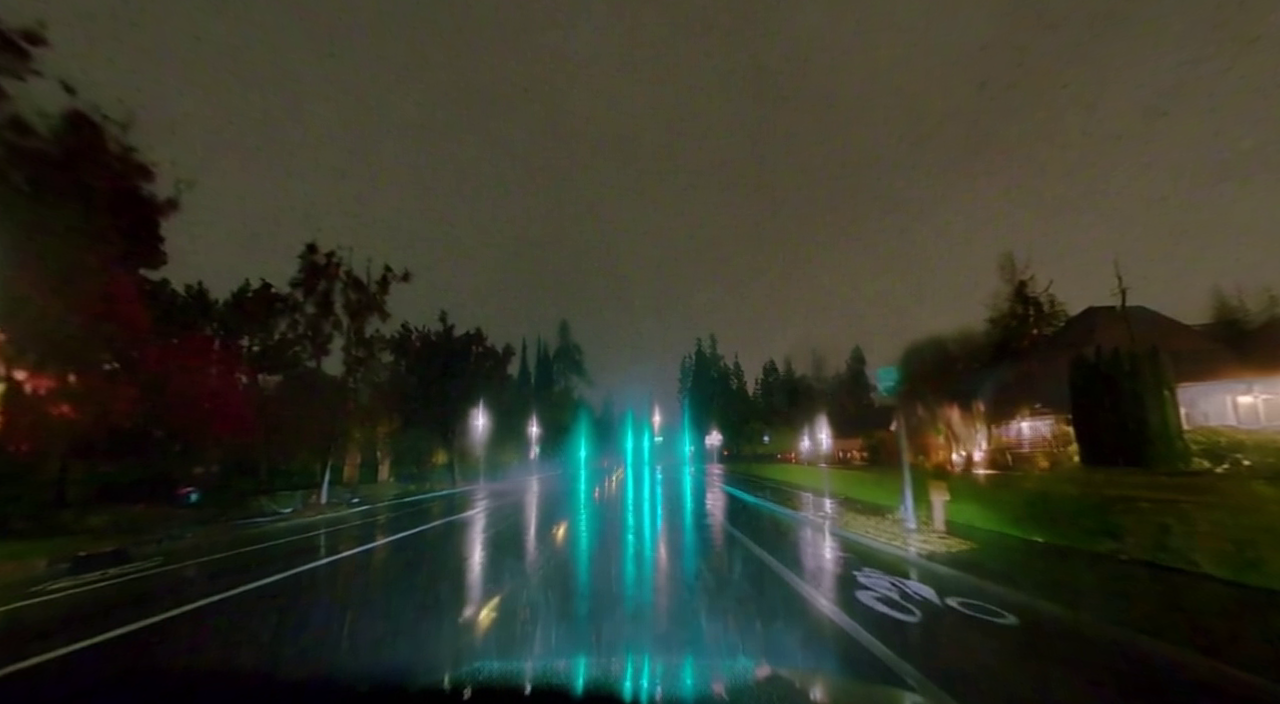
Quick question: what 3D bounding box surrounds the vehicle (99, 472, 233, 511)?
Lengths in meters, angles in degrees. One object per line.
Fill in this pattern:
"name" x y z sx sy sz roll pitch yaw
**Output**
"vehicle" -19.276 5.674 25.792 4.173 1.423 1.657 -1 -9 3
